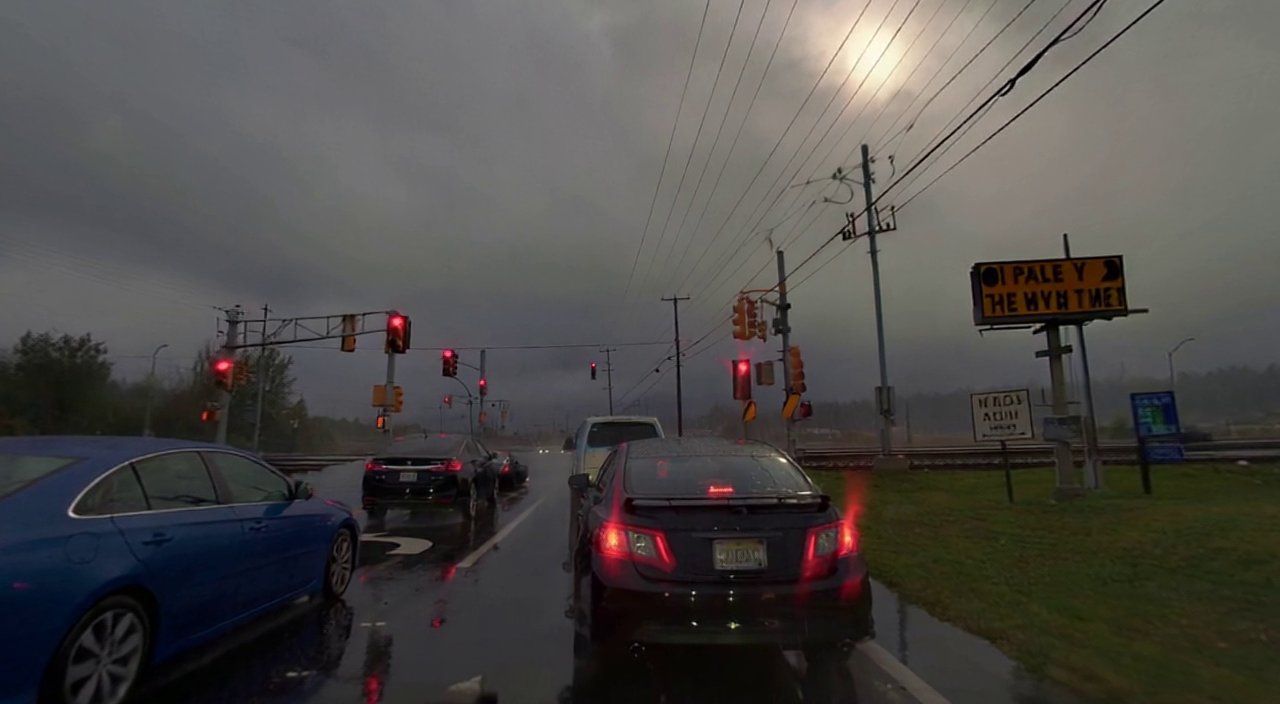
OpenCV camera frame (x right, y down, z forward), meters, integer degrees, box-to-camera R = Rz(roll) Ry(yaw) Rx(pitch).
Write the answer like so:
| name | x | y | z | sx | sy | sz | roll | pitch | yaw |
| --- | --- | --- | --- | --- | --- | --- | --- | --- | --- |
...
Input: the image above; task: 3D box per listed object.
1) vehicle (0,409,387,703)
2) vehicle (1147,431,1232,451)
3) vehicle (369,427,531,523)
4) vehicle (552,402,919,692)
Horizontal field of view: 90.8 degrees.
| name | x | y | z | sx | sy | sz | roll | pitch | yaw |
| --- | --- | --- | --- | --- | --- | --- | --- | --- | --- |
| vehicle | -3.710 | 1.250 | 4.462 | 1.956 | 1.468 | 4.585 | 0 | -9 | 0 |
| vehicle | 40.776 | 6.638 | 46.938 | 4.453 | 1.476 | 1.887 | 0 | -9 | 0 |
| vehicle | -3.365 | 2.259 | 12.083 | 1.984 | 1.505 | 3.982 | 0 | -9 | -2 |
| vehicle | 0.406 | 1.339 | 5.460 | 1.998 | 1.529 | 3.960 | 1 | -9 | -4 |
